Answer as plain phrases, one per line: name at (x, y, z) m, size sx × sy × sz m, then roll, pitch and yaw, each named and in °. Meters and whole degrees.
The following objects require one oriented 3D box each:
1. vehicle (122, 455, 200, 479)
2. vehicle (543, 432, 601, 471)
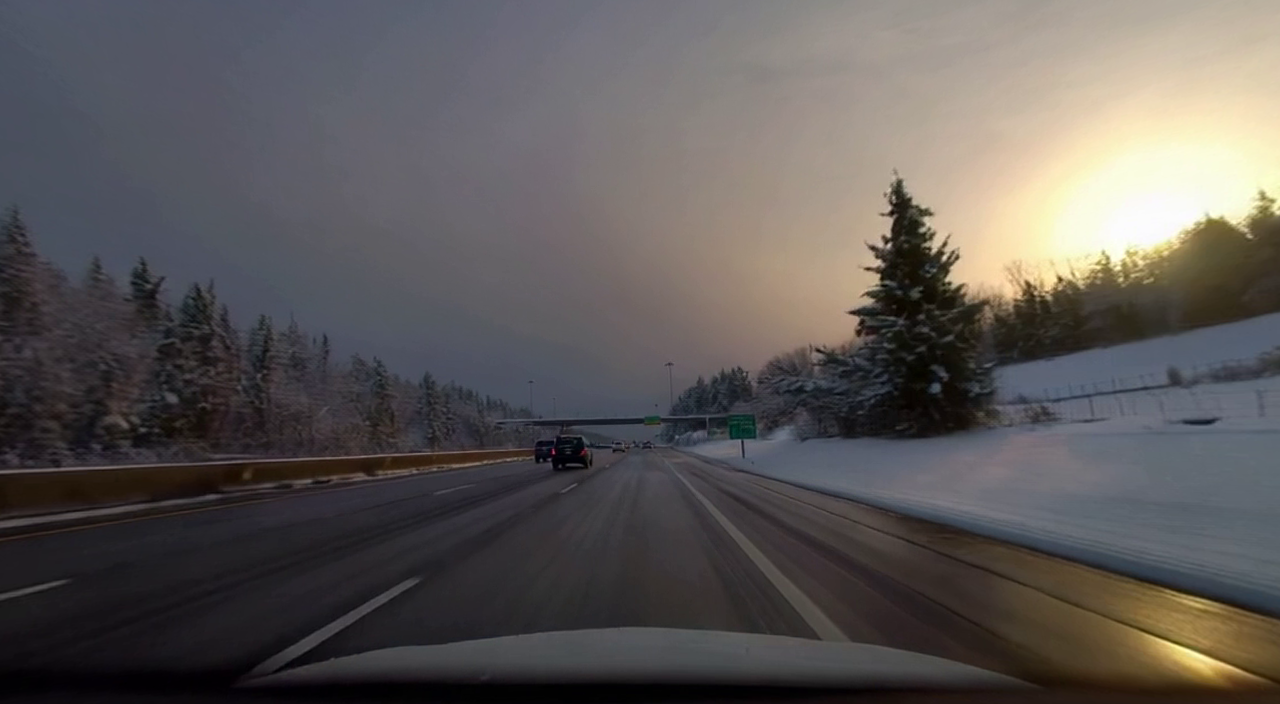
vehicle at (-32.531, 7.819, 43.032) m, size 1.785 × 1.459 × 4.414 m, roll 0°, pitch -9°, yaw 1°
vehicle at (-3.296, 4.959, 31.597) m, size 2.283 × 1.802 × 4.810 m, roll 0°, pitch -9°, yaw 1°
